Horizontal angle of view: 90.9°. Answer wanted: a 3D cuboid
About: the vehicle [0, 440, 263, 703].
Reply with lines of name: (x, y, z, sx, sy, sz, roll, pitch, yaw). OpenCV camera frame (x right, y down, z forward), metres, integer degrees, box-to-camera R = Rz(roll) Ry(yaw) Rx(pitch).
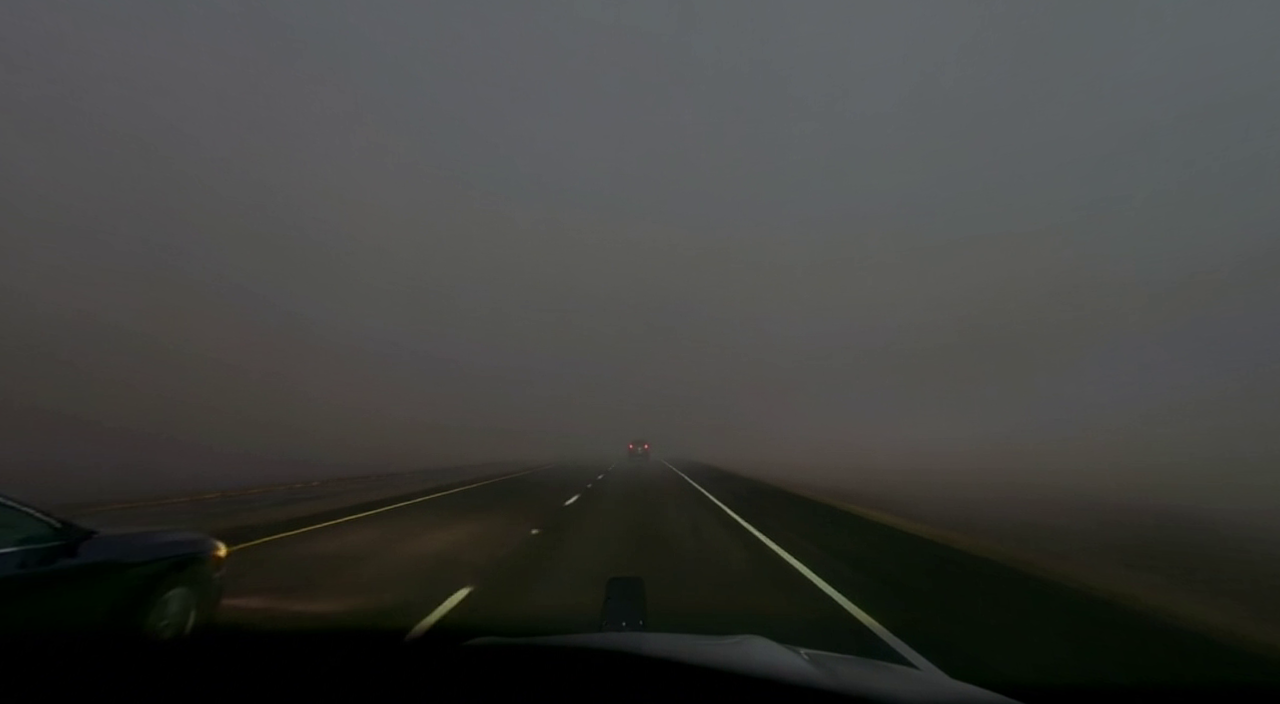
vehicle: (-3.685, 0.966, 2.072, 2.096, 1.343, 4.503, 0, -8, 0)
